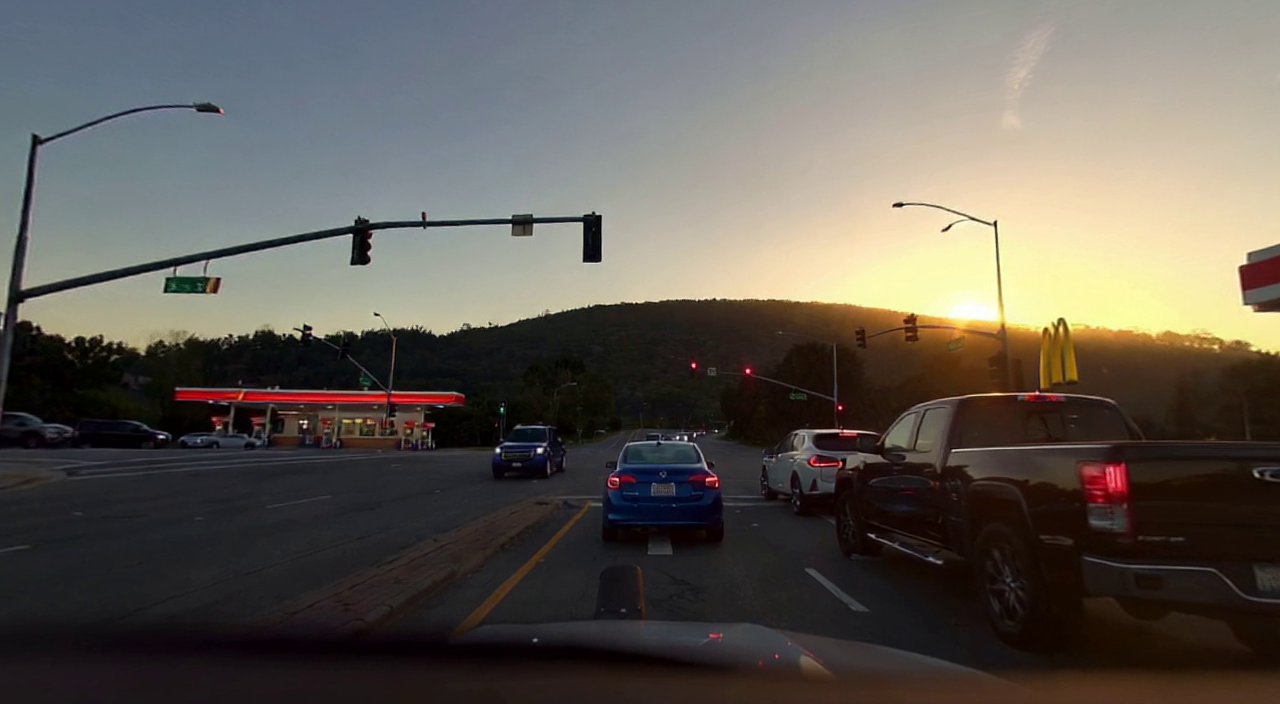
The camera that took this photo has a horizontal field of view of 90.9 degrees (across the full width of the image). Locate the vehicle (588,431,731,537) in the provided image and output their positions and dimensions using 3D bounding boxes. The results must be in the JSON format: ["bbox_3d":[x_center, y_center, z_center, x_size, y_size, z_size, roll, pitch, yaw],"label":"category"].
[{"bbox_3d":[0.273,2.176,10.971,2.027,1.494,3.824,0,-8,0],"label":"vehicle"}]

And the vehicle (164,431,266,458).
[{"bbox_3d":[-23.095,5.026,34.381,4.326,1.420,1.798,-1,-8,4],"label":"vehicle"}]

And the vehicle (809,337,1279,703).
[{"bbox_3d":[3.577,1.300,5.968,2.277,1.871,6.143,0,-8,0],"label":"vehicle"}]

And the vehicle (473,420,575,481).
[{"bbox_3d":[-4.329,3.837,24.828,2.615,2.031,5.638,1,-8,3],"label":"vehicle"}]

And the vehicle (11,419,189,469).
[{"bbox_3d":[-19.652,3.364,23.102,4.742,1.720,2.107,-1,-8,5],"label":"vehicle"}]
